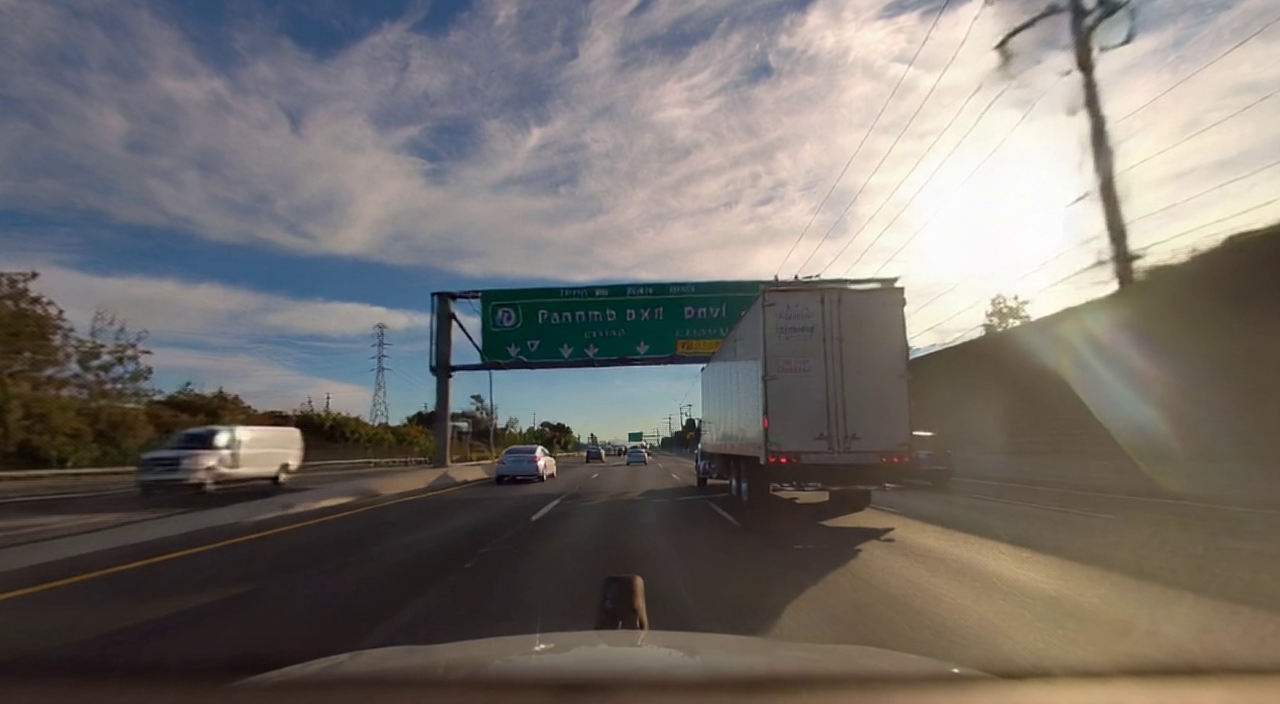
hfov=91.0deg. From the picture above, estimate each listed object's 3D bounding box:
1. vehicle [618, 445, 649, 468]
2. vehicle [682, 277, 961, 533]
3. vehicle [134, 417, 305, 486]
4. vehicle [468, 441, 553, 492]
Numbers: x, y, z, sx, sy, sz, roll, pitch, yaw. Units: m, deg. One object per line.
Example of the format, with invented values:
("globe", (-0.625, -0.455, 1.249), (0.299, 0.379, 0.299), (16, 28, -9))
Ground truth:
("vehicle", (-0.376, 7.217, 43.524), (2.047, 1.485, 3.938), (0, -8, 1))
("vehicle", (3.395, 1.970, 18.127), (2.907, 4.109, 16.177), (0, -8, -1))
("vehicle", (-14.885, 3.578, 22.872), (2.307, 2.151, 5.598), (0, -8, 0))
("vehicle", (-4.226, 3.790, 21.215), (1.968, 1.507, 3.829), (-1, -8, 1))
